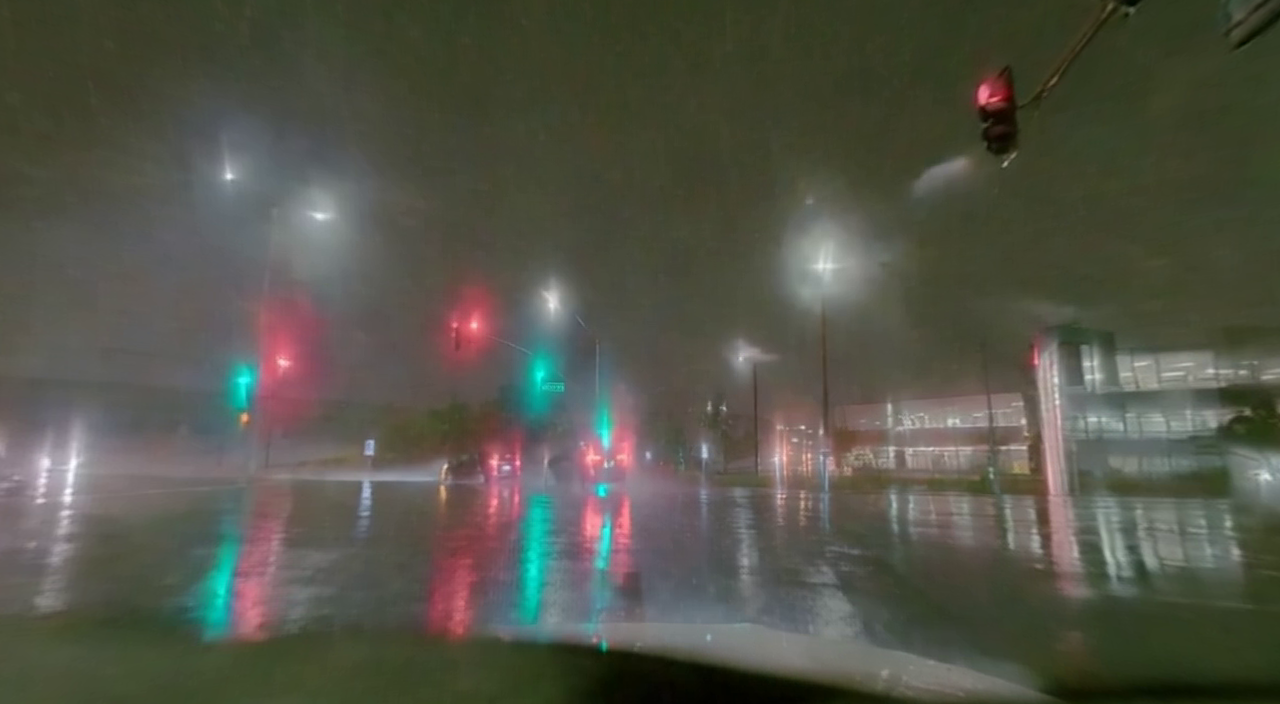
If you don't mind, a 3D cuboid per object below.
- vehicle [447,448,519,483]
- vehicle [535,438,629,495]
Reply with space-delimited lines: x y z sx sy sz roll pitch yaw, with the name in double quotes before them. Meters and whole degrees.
"vehicle" -7.984 5.692 31.916 2.007 1.605 3.852 7 -11 -39
"vehicle" -1.878 3.436 19.335 2.048 1.516 3.874 3 -9 -18
